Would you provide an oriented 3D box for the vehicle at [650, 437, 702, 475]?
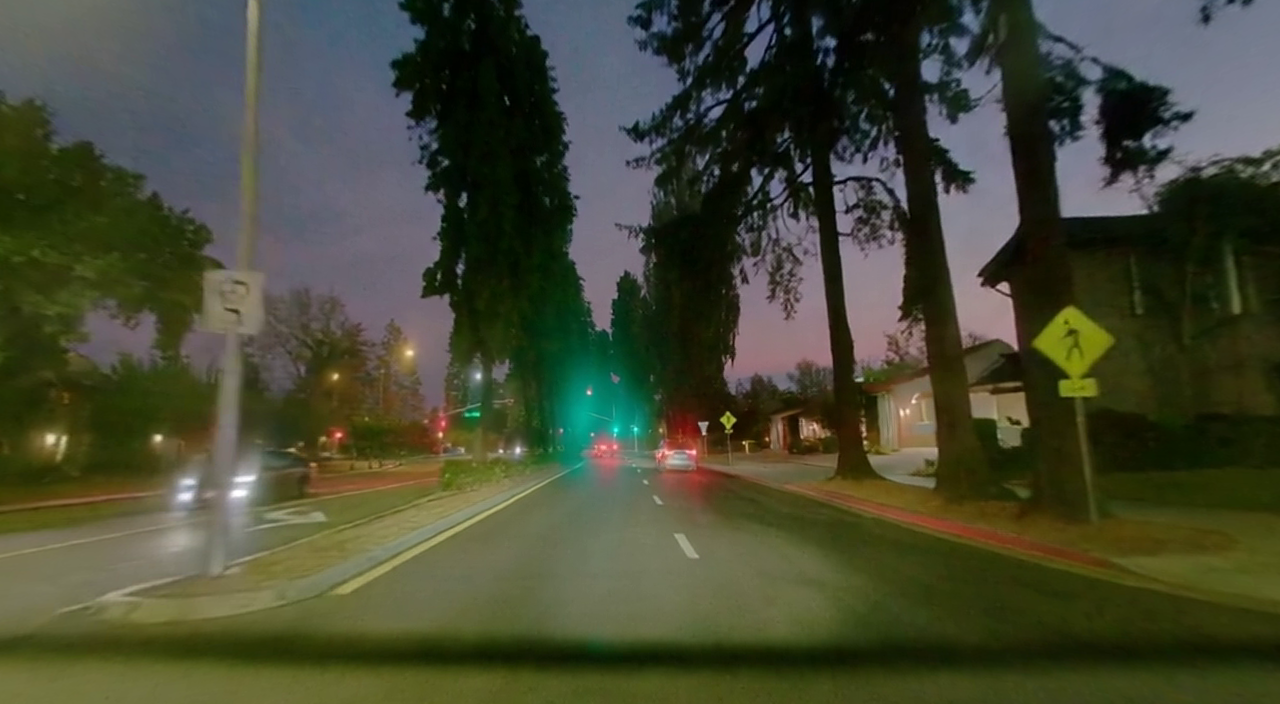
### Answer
[{"bbox_3d":[1.625,4.935,30.231,1.990,1.707,4.225,0,-8,-4],"label":"vehicle"}]

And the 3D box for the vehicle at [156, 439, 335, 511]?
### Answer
[{"bbox_3d":[-9.281,2.886,15.341,1.886,1.486,3.913,0,-8,-2],"label":"vehicle"}]
